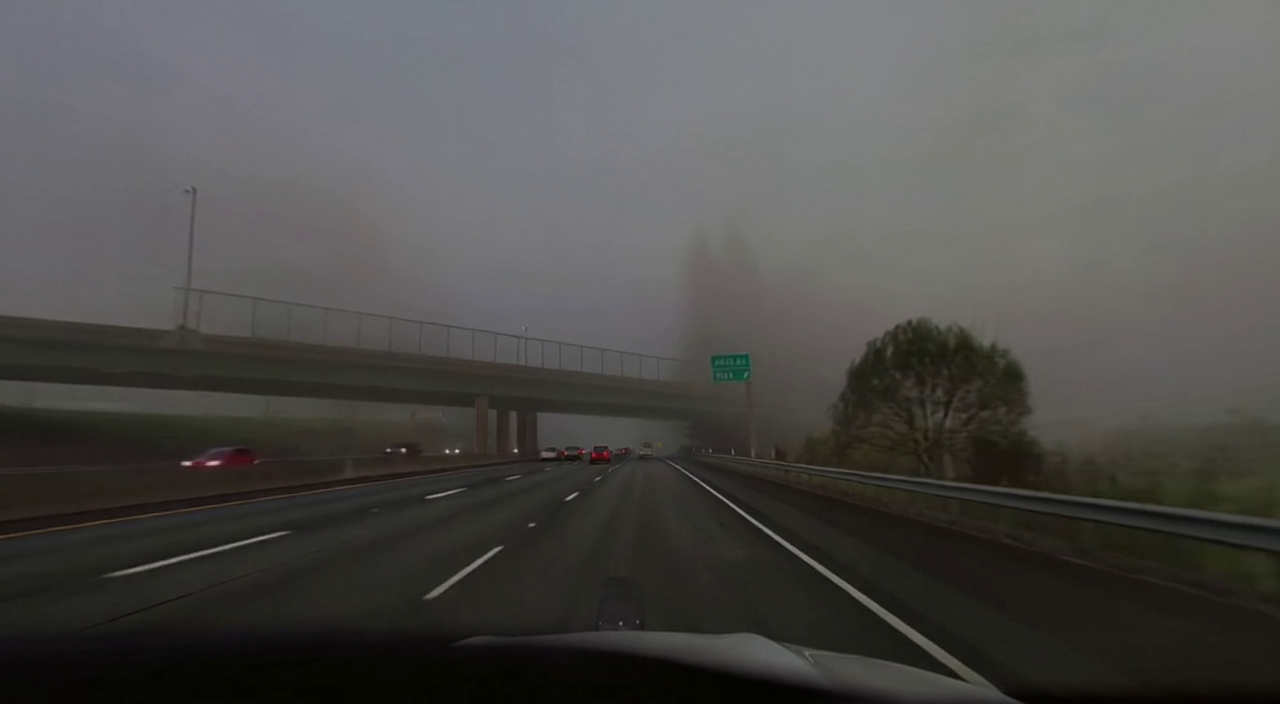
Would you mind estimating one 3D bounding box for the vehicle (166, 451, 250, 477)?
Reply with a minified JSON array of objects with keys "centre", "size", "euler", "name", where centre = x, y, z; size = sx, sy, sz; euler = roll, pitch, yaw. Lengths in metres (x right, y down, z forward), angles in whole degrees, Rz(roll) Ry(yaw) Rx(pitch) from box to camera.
[{"centre":[-27.534,7.127,40.341],"size":[1.919,1.546,4.770],"euler":[0,-9,2],"name":"vehicle"}]
